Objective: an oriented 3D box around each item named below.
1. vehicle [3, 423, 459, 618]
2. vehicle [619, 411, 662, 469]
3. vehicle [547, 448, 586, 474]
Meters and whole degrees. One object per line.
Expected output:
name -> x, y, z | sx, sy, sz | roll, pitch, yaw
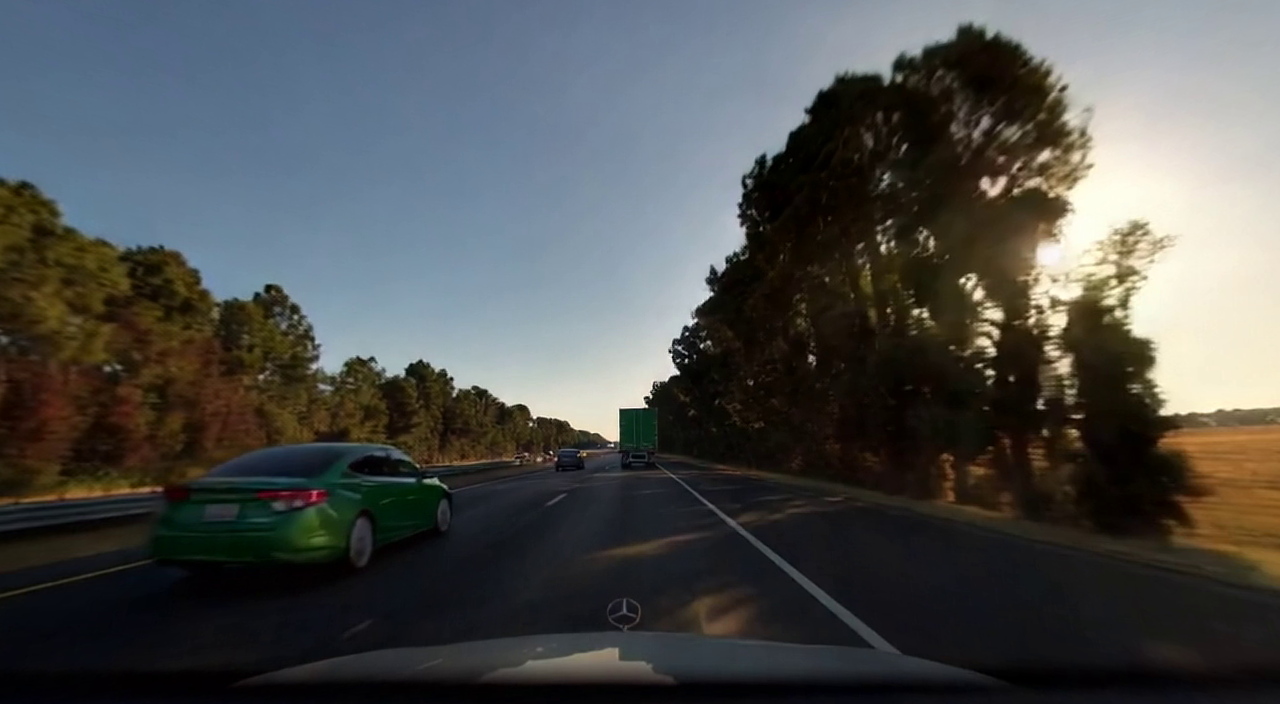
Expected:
vehicle -> -3.903, 1.704, 7.446 | 2.031, 1.496, 4.971 | 0, -9, 0
vehicle -> -0.018, 7.034, 49.727 | 2.995, 4.028, 10.508 | 0, -9, 0
vehicle -> -4.413, 6.619, 38.536 | 1.937, 1.493, 3.779 | 0, -9, 0
